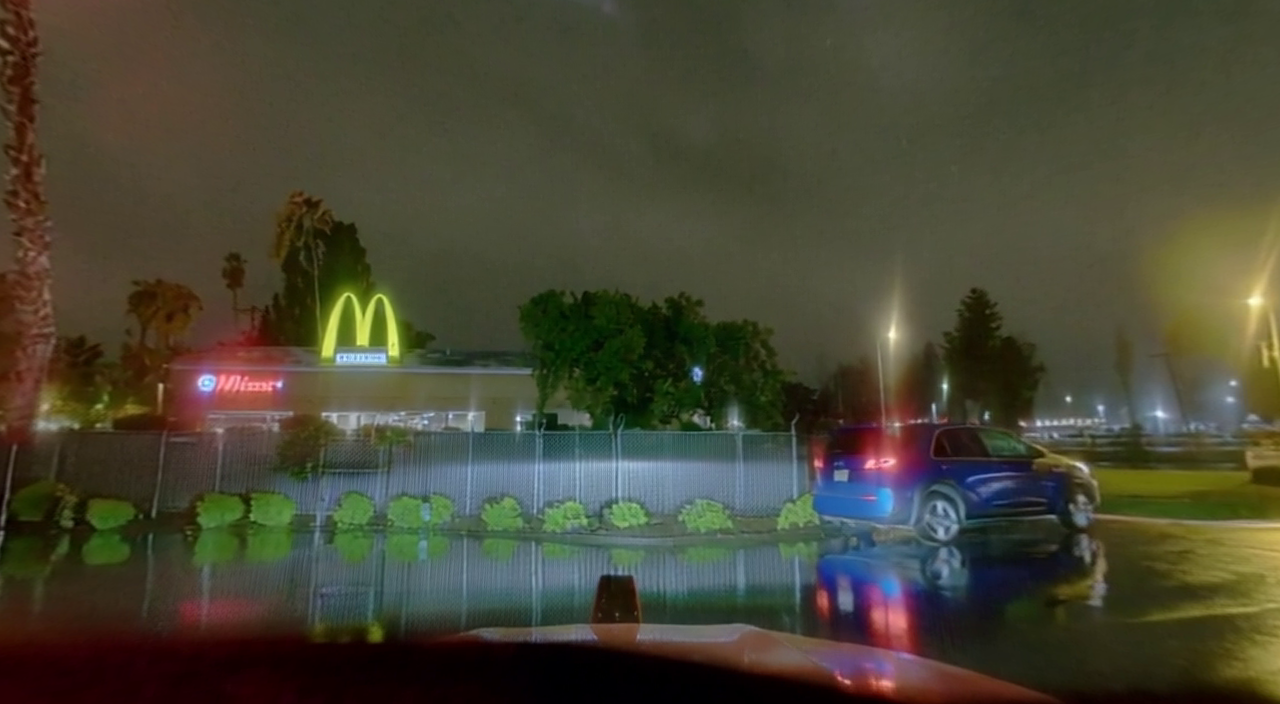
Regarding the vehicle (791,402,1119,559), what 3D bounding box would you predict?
[{"bbox_3d":[4.624,1.732,9.278,4.365,1.791,2.073,4,-8,-28],"label":"vehicle"}]
